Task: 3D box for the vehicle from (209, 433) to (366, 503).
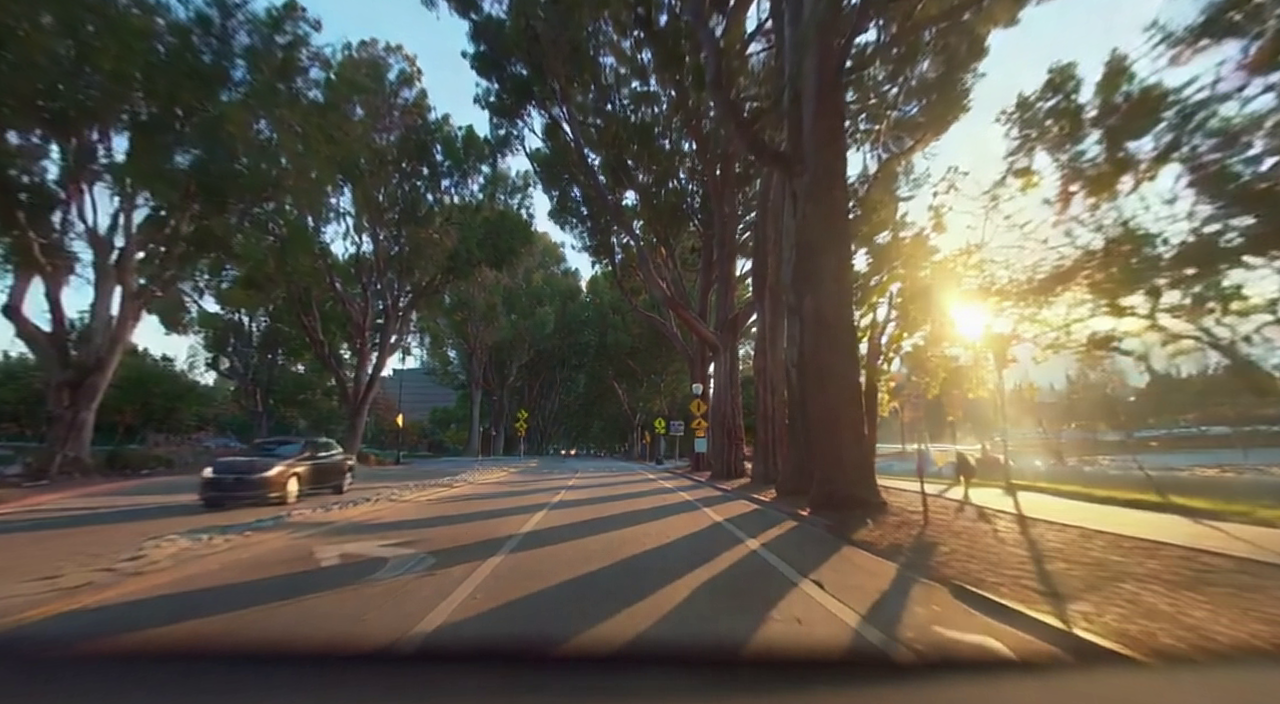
[{"bbox_3d":[-9.021,2.979,16.649,2.008,1.565,4.182,0,-9,-5],"label":"vehicle"}]
